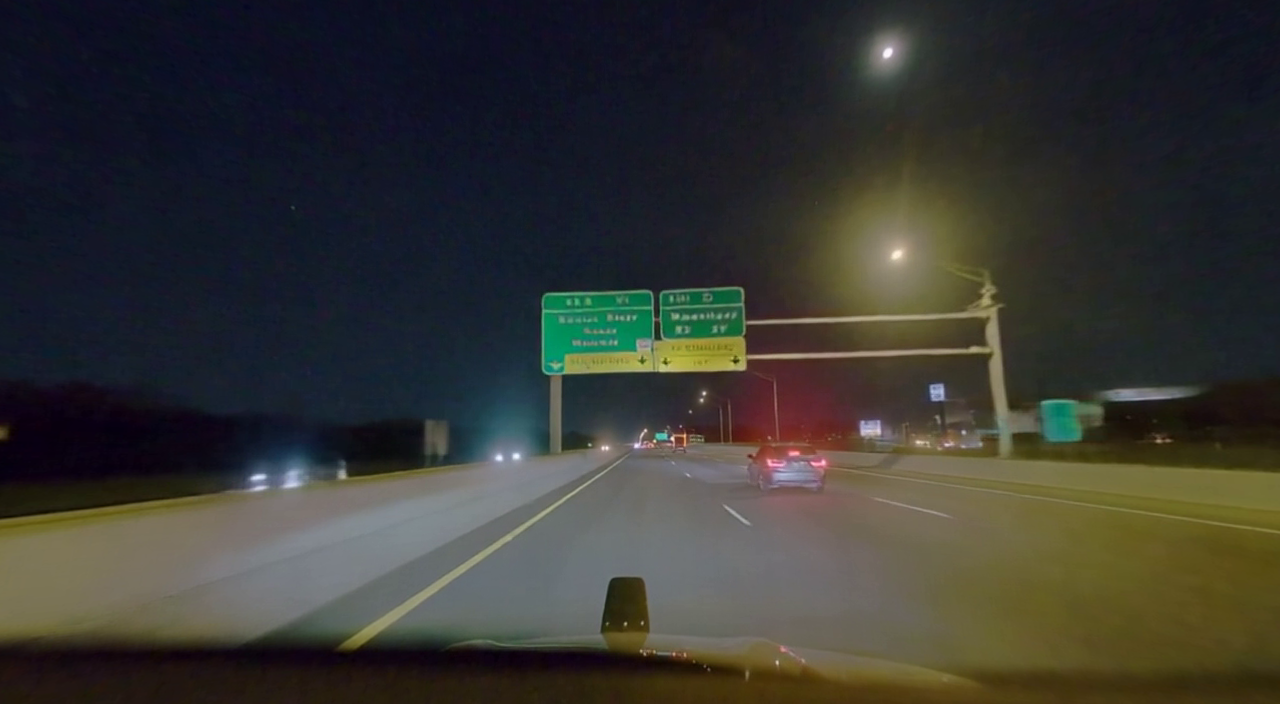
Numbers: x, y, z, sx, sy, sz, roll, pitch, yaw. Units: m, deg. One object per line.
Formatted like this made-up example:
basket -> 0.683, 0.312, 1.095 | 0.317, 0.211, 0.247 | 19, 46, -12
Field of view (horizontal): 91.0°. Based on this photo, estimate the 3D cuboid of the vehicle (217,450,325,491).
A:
vehicle -> -15.774, 5.049, 27.192 | 1.943, 1.518, 4.421 | 0, -8, 1

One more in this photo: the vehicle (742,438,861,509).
vehicle -> 3.543, 2.702, 14.545 | 1.683, 1.400, 3.868 | 0, -8, -1
